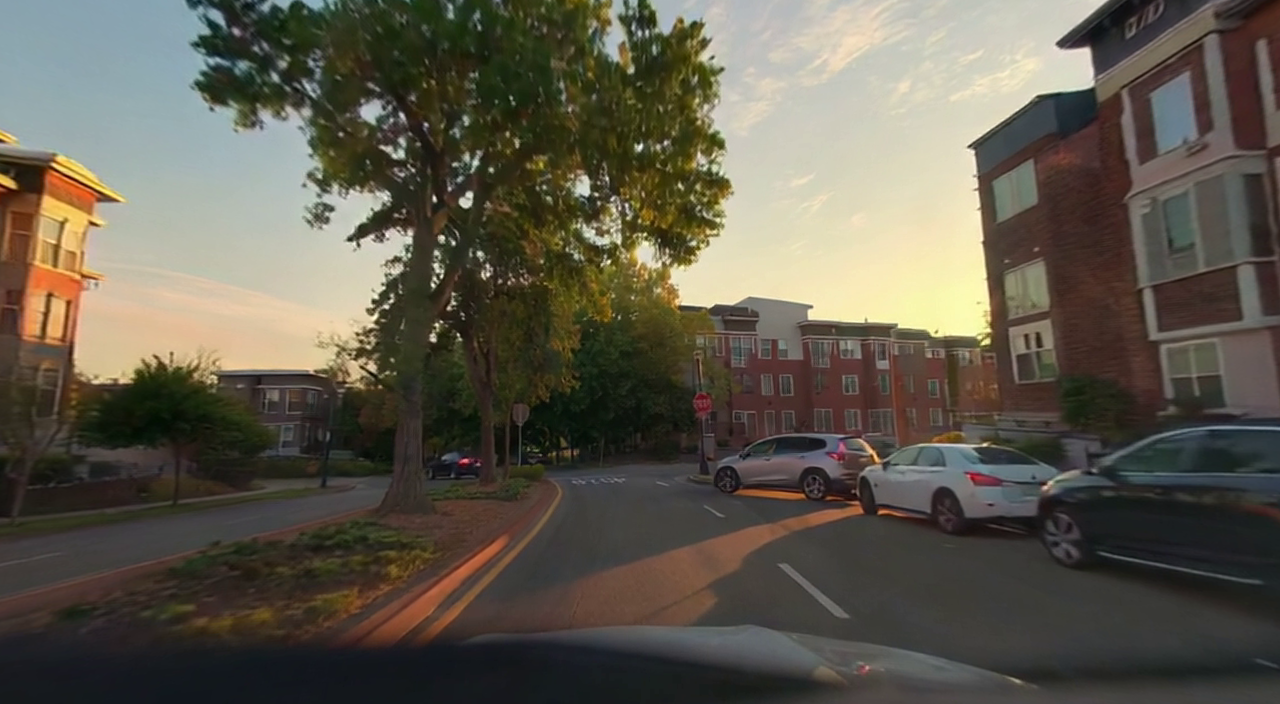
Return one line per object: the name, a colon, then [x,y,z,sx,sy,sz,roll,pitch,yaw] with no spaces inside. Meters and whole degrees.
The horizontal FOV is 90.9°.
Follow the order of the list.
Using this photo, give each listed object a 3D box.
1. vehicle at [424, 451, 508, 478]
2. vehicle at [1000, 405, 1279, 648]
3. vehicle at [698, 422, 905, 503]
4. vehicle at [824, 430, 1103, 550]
vehicle: [-10.681,6.861,38.652,4.654,1.503,1.951,-3,-8,19]
vehicle: [4.988,1.186,4.517,1.989,1.503,4.594,0,-9,-2]
vehicle: [3.613,2.659,15.150,2.065,1.529,4.709,1,-10,-28]
vehicle: [4.784,2.073,10.435,1.758,1.454,5.088,0,-8,-2]
